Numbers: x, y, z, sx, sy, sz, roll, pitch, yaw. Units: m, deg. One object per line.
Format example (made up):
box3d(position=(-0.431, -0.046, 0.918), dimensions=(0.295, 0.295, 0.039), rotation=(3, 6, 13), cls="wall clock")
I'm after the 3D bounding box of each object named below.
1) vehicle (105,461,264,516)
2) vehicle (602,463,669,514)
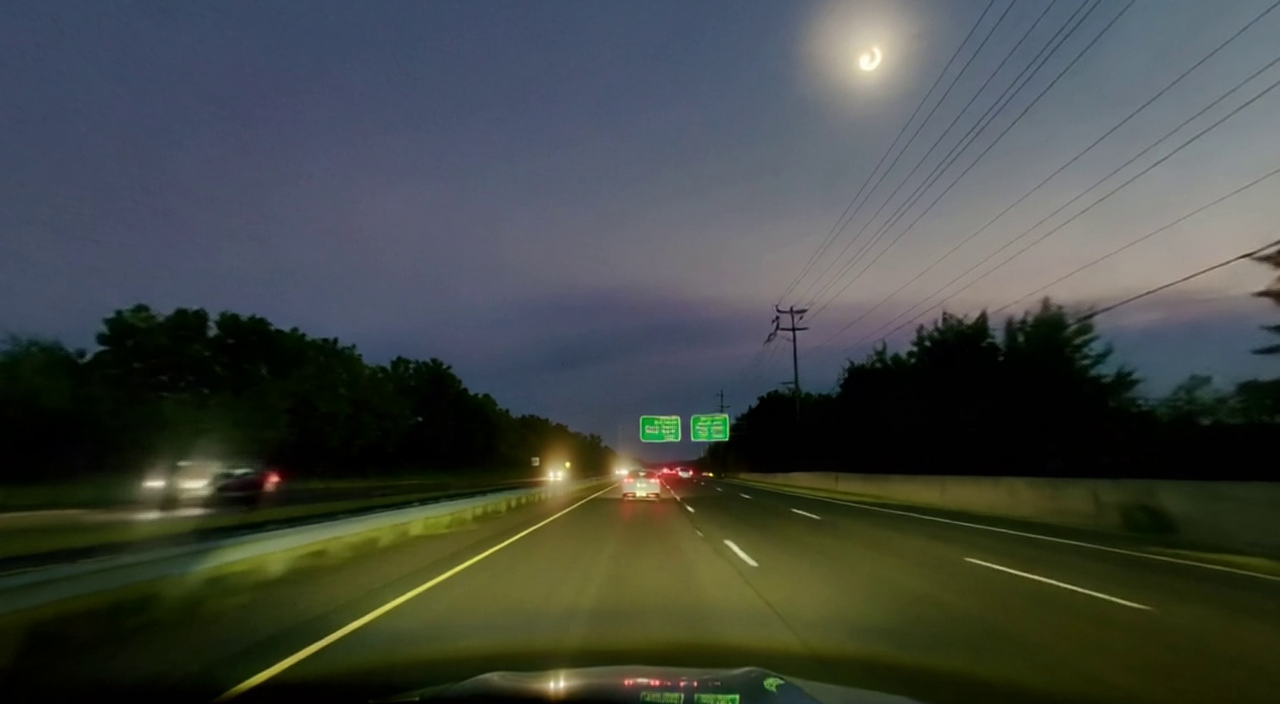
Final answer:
box3d(position=(-14.619, 4.392, 20.581), dimensions=(1.960, 1.570, 4.196), rotation=(1, -10, 1), cls="vehicle")
box3d(position=(-0.160, 4.444, 20.795), dimensions=(1.987, 1.480, 3.786), rotation=(1, -10, -1), cls="vehicle")
